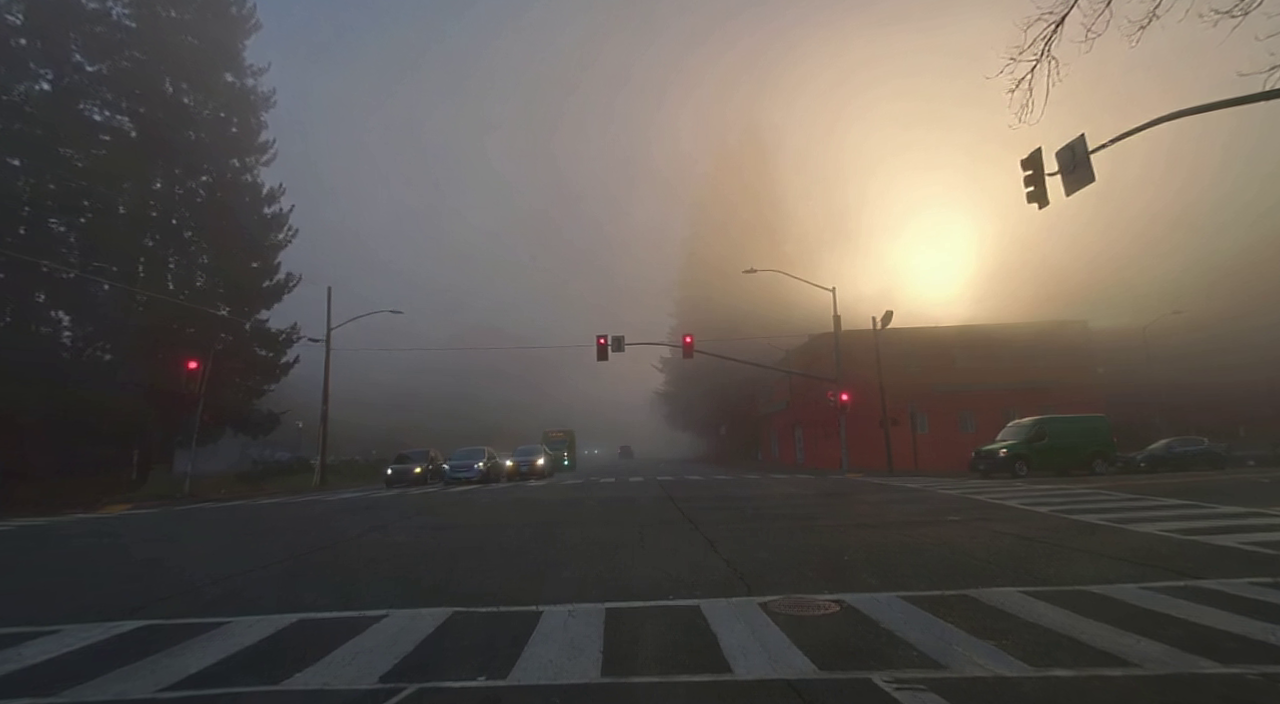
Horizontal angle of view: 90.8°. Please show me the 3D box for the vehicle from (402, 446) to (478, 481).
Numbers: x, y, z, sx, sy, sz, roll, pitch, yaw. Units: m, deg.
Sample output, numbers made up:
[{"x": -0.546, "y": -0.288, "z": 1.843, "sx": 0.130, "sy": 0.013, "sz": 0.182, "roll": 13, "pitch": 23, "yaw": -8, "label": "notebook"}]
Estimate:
[{"x": -9.011, "y": 5.035, "z": 28.867, "sx": 2.024, "sy": 1.460, "sz": 4.381, "roll": 0, "pitch": -9, "yaw": 0, "label": "vehicle"}]

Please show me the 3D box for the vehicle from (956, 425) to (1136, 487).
[{"x": 14.853, "y": 3.757, "z": 23.142, "sx": 5.910, "sy": 2.046, "sz": 2.228, "roll": 3, "pitch": -9, "yaw": -19, "label": "vehicle"}]

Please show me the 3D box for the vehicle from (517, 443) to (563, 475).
[{"x": -4.805, "y": 5.190, "z": 30.921, "sx": 1.846, "sy": 1.416, "sz": 4.228, "roll": 0, "pitch": -9, "yaw": -4, "label": "vehicle"}]

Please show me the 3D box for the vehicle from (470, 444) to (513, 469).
[{"x": -9.024, "y": 6.374, "z": 38.765, "sx": 1.779, "sy": 1.460, "sz": 4.463, "roll": 0, "pitch": -9, "yaw": -3, "label": "vehicle"}]
